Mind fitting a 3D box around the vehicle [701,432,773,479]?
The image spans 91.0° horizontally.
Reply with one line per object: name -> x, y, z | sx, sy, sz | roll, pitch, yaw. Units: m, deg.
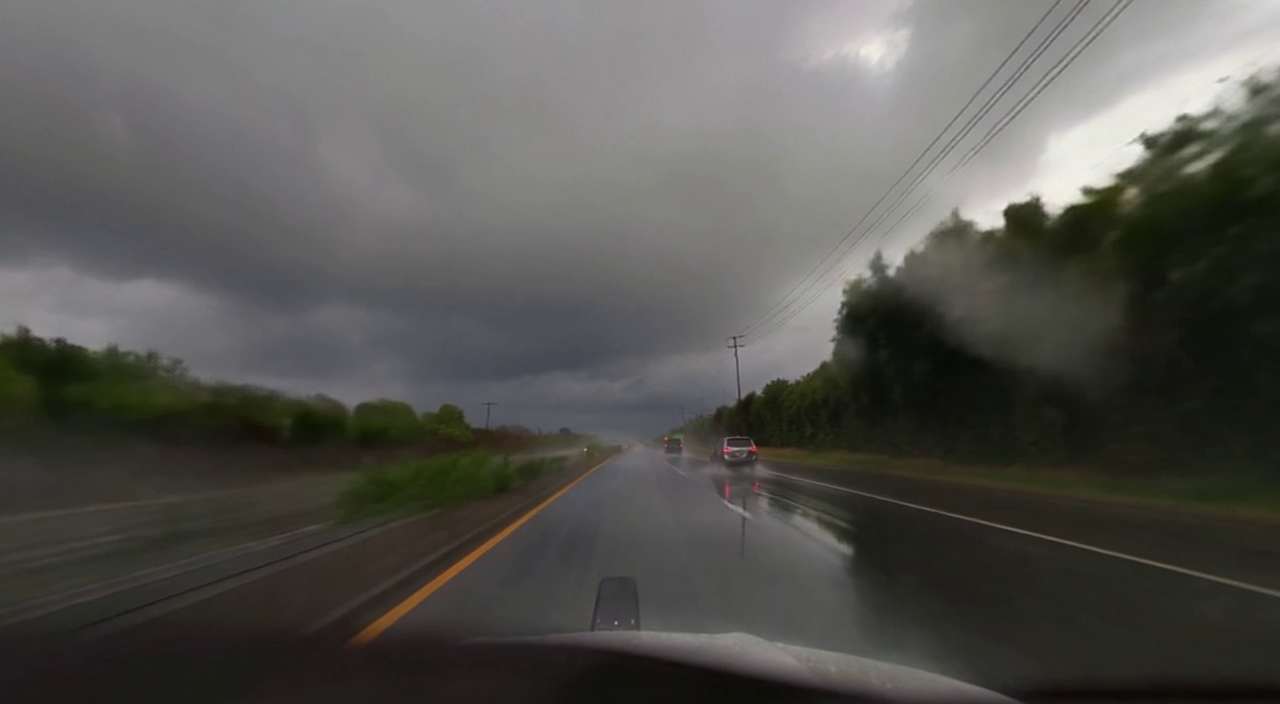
vehicle -> 3.570, 3.896, 23.965 | 1.977, 1.581, 4.428 | 0, -8, -1
